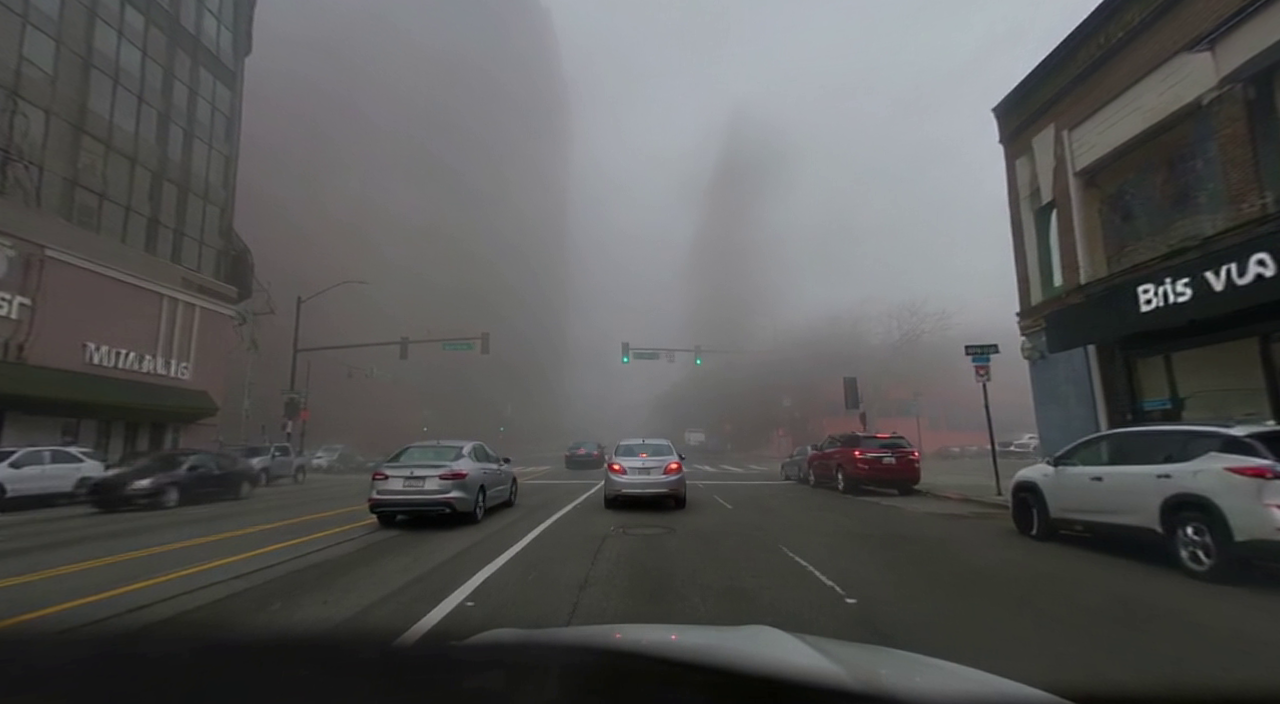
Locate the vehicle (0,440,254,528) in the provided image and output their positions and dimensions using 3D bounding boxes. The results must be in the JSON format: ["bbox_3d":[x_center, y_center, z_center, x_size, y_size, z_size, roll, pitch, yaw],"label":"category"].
[{"bbox_3d":[-10.398,2.585,12.967,2.009,1.466,4.454,0,-9,1],"label":"vehicle"}]

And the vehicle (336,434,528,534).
[{"bbox_3d":[-3.429,2.256,11.413,1.950,1.450,4.257,0,-9,1],"label":"vehicle"}]

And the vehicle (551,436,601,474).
[{"bbox_3d":[-3.105,5.120,31.559,2.007,1.736,4.185,0,-9,1],"label":"vehicle"}]

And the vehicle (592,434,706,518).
[{"bbox_3d":[0.139,2.529,13.391,2.037,1.484,4.073,0,-9,-1],"label":"vehicle"}]

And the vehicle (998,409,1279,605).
[{"bbox_3d":[6.626,1.657,7.478,1.986,1.722,4.516,0,-9,-2],"label":"vehicle"}]

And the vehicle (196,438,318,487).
[{"bbox_3d":[-17.068,4.915,28.562,2.239,1.963,5.779,0,-9,-4],"label":"vehicle"}]

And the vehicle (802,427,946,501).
[{"bbox_3d":[6.607,3.239,18.664,2.289,1.867,5.322,0,-9,1],"label":"vehicle"}]
